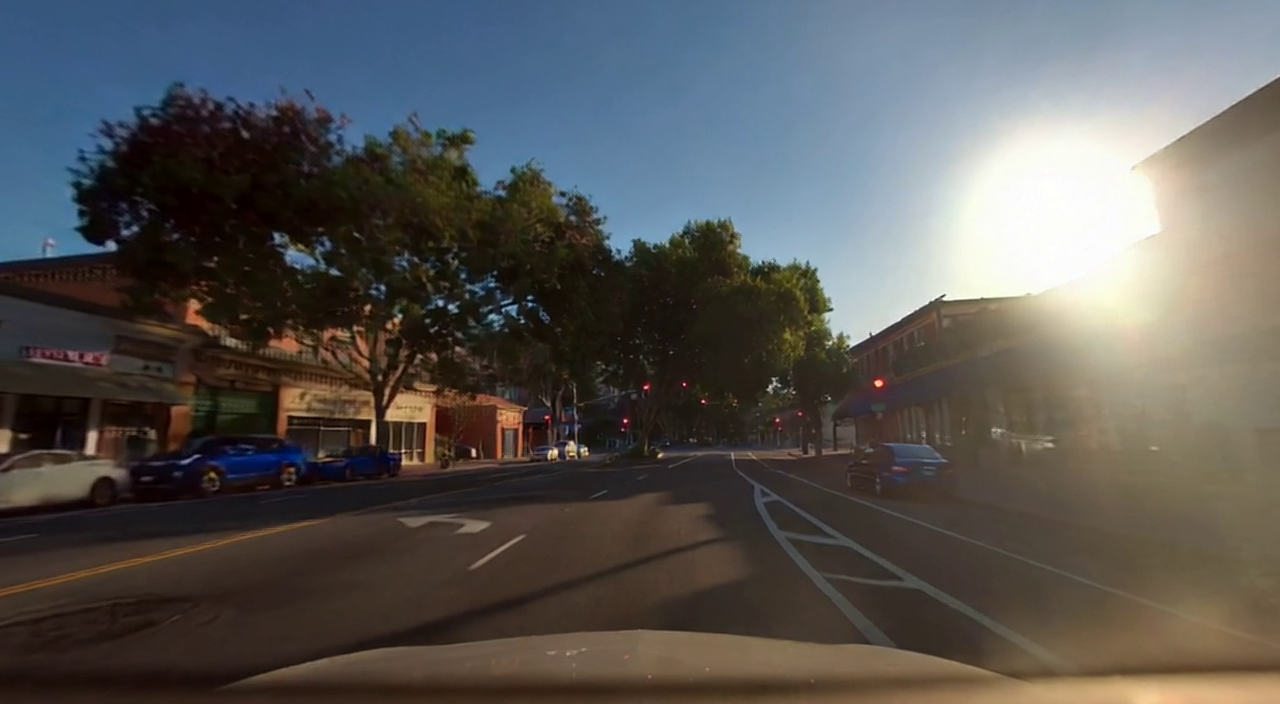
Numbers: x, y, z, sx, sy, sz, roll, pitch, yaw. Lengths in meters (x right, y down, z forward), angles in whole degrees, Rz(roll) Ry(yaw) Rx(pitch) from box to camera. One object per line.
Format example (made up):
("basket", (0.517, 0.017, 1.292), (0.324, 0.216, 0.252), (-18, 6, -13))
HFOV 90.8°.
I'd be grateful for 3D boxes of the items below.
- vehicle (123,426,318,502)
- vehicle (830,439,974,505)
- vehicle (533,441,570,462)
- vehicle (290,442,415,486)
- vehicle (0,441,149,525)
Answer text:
("vehicle", (-11.745, 3.151, 18.211), (2.083, 1.882, 4.642), (-1, -8, 6))
("vehicle", (6.723, 3.098, 16.970), (2.010, 1.473, 5.353), (-1, -8, 5))
("vehicle", (-6.873, 7.777, 49.383), (1.868, 1.520, 3.796), (-1, -8, 7))
("vehicle", (-10.782, 4.218, 24.199), (1.894, 1.493, 4.902), (-1, -8, 9))
("vehicle", (-12.424, 2.508, 12.359), (1.830, 1.497, 4.436), (-1, -8, 4))
